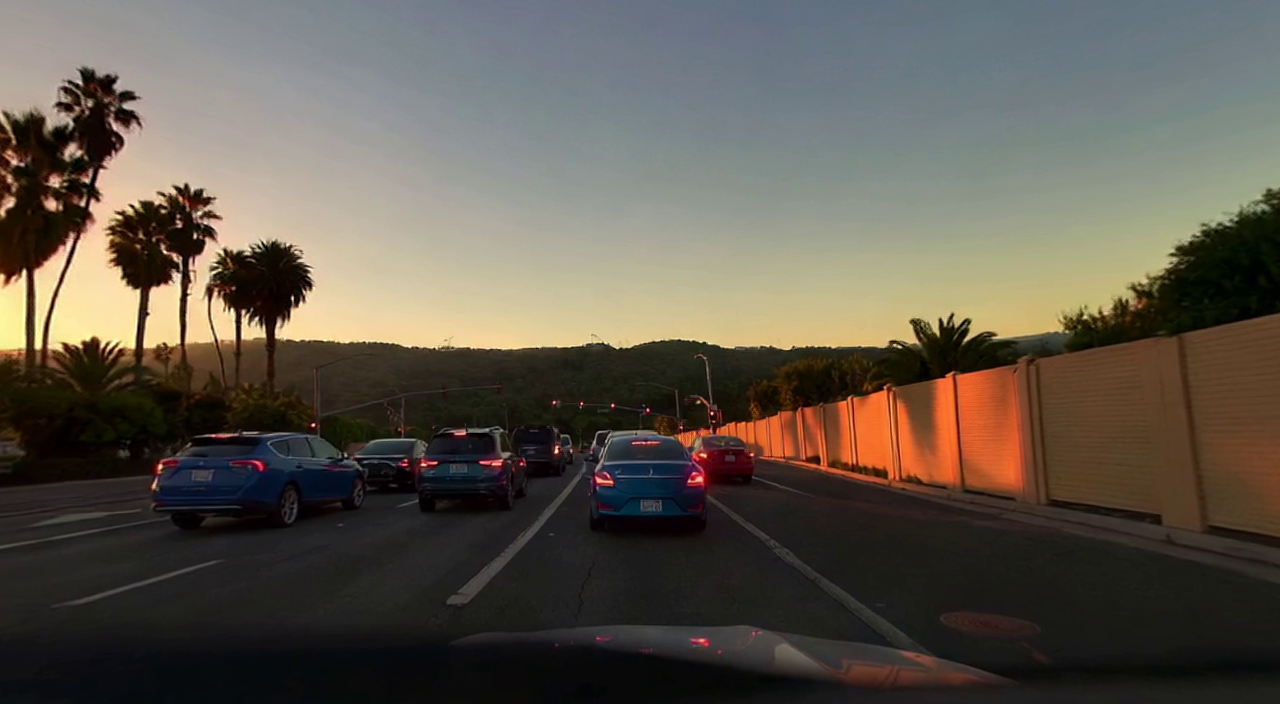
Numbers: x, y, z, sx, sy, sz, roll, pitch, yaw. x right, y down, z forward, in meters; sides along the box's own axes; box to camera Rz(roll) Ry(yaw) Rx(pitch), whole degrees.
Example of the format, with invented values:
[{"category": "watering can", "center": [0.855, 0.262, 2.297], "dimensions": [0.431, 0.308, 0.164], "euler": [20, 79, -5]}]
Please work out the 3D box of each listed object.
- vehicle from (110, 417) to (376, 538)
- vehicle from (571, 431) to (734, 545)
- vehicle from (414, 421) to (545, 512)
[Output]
[{"category": "vehicle", "center": [-6.675, 2.139, 11.386], "dimensions": [1.963, 1.721, 4.467], "euler": [0, -8, -2]}, {"category": "vehicle", "center": [0.080, 2.101, 10.452], "dimensions": [2.128, 1.473, 4.272], "euler": [0, -8, -2]}, {"category": "vehicle", "center": [-3.442, 2.552, 14.454], "dimensions": [2.007, 1.746, 4.136], "euler": [0, -8, -2]}]
